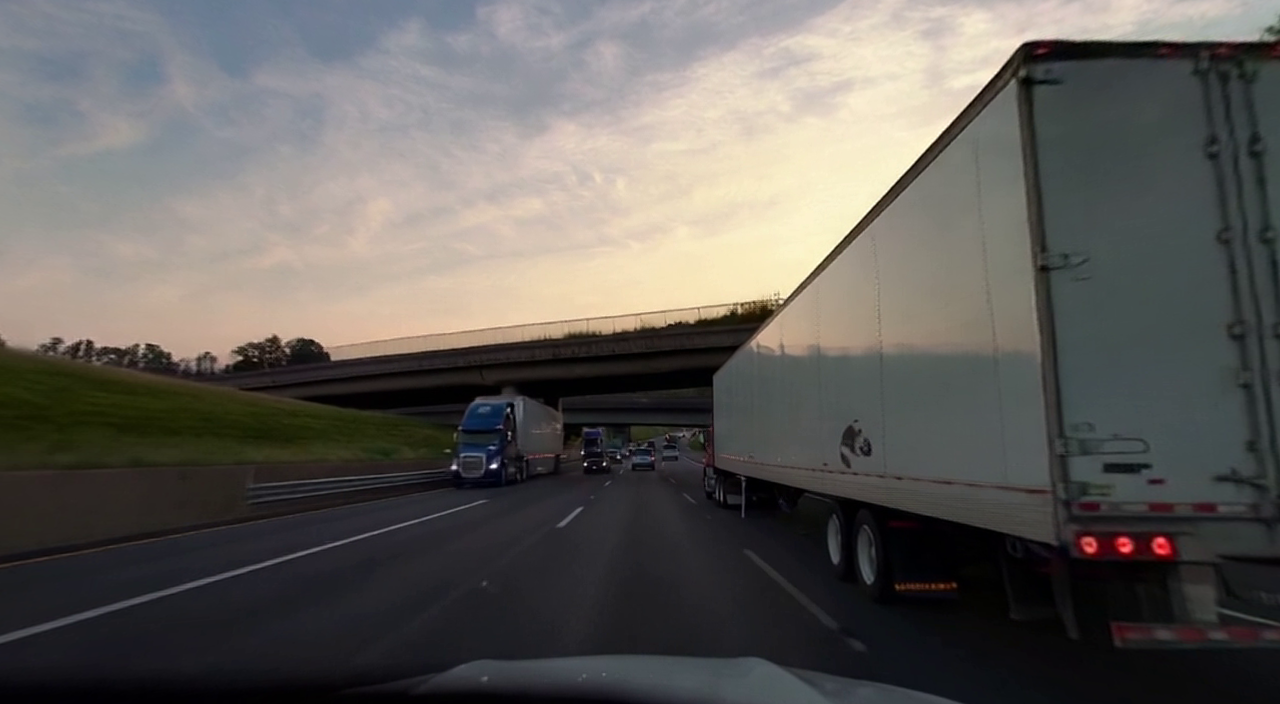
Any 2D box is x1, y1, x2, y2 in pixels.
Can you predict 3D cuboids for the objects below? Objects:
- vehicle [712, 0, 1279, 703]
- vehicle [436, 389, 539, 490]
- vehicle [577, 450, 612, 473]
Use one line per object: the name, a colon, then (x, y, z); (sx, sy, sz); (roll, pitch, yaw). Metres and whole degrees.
vehicle: (3.466, 0.931, 10.101); (2.845, 4.071, 14.008); (0, -9, 0)
vehicle: (-6.540, 3.919, 28.119); (3.004, 3.974, 5.891); (0, -9, 0)
vehicle: (-3.334, 8.158, 47.031); (2.088, 1.589, 4.464); (0, -9, 2)
